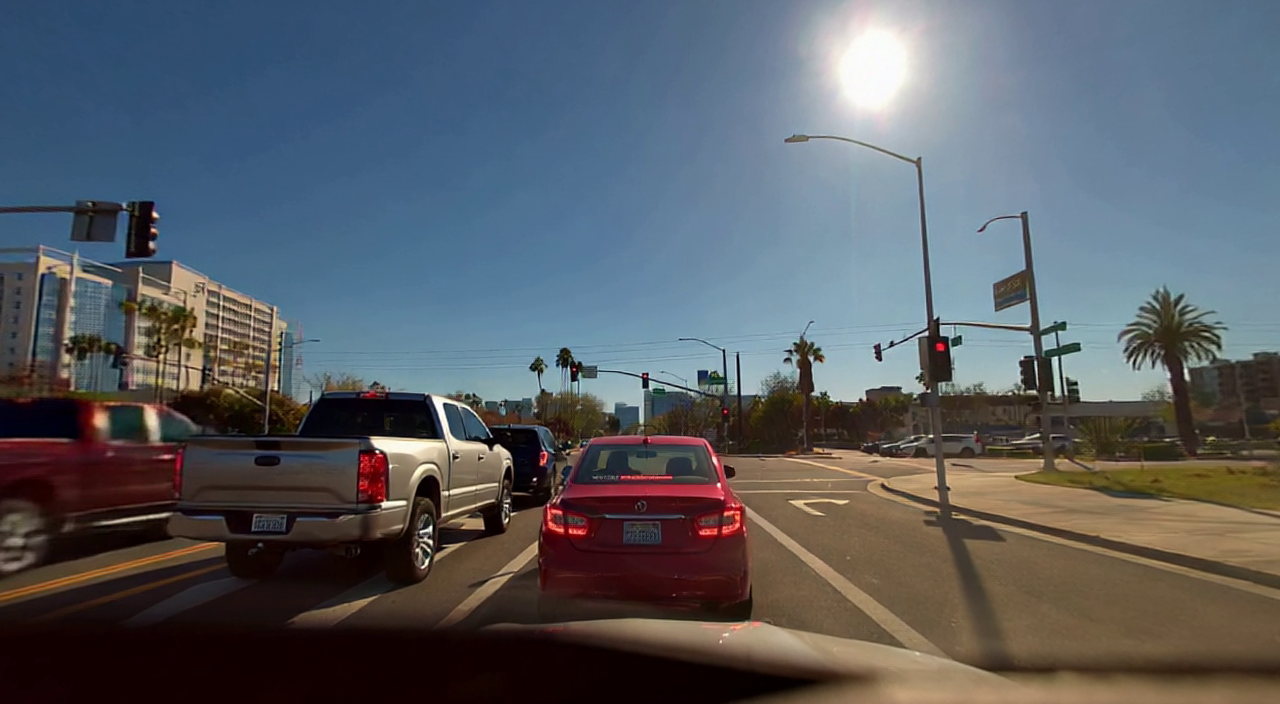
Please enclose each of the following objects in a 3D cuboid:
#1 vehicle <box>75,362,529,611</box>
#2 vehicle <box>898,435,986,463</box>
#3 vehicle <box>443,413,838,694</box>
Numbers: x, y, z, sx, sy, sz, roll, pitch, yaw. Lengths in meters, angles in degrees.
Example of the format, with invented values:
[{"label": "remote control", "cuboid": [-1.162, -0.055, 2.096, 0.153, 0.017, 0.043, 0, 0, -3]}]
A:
[{"label": "vehicle", "cuboid": [-3.230, 1.480, 7.909, 2.330, 1.969, 5.626, -1, -8, 3]}, {"label": "vehicle", "cuboid": [18.809, 6.076, 39.301, 4.466, 1.717, 1.963, 0, -8, 2]}, {"label": "vehicle", "cuboid": [0.035, 1.396, 5.536, 2.122, 1.501, 4.152, 0, -8, 1]}]
